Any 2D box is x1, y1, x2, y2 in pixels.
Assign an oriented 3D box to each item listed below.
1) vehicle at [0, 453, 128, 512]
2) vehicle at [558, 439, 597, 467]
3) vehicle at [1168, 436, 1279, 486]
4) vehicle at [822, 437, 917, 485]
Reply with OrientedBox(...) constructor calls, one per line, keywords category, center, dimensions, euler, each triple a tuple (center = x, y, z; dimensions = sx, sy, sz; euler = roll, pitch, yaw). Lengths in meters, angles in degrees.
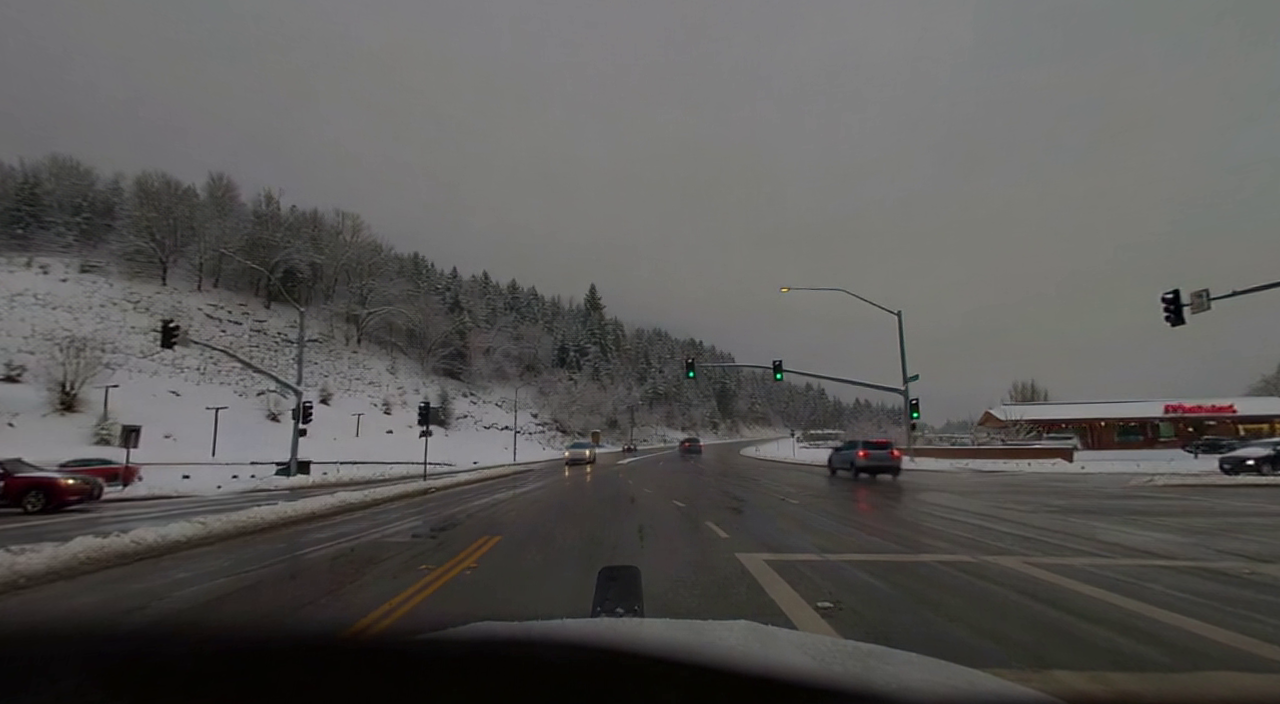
OrientedBox(category="vehicle", center=(-19.798, 4.190, 20.470), dimensions=(4.440, 1.748, 2.033), euler=(0, -9, 1))
OrientedBox(category="vehicle", center=(-4.502, 7.372, 46.003), dimensions=(2.238, 1.883, 4.503), euler=(0, -9, 2))
OrientedBox(category="vehicle", center=(25.035, 4.467, 26.059), dimensions=(4.546, 1.944, 2.051), euler=(1, -9, -5))
OrientedBox(category="vehicle", center=(9.659, 4.616, 26.944), dimensions=(2.273, 1.839, 4.218), euler=(0, -9, -3))
